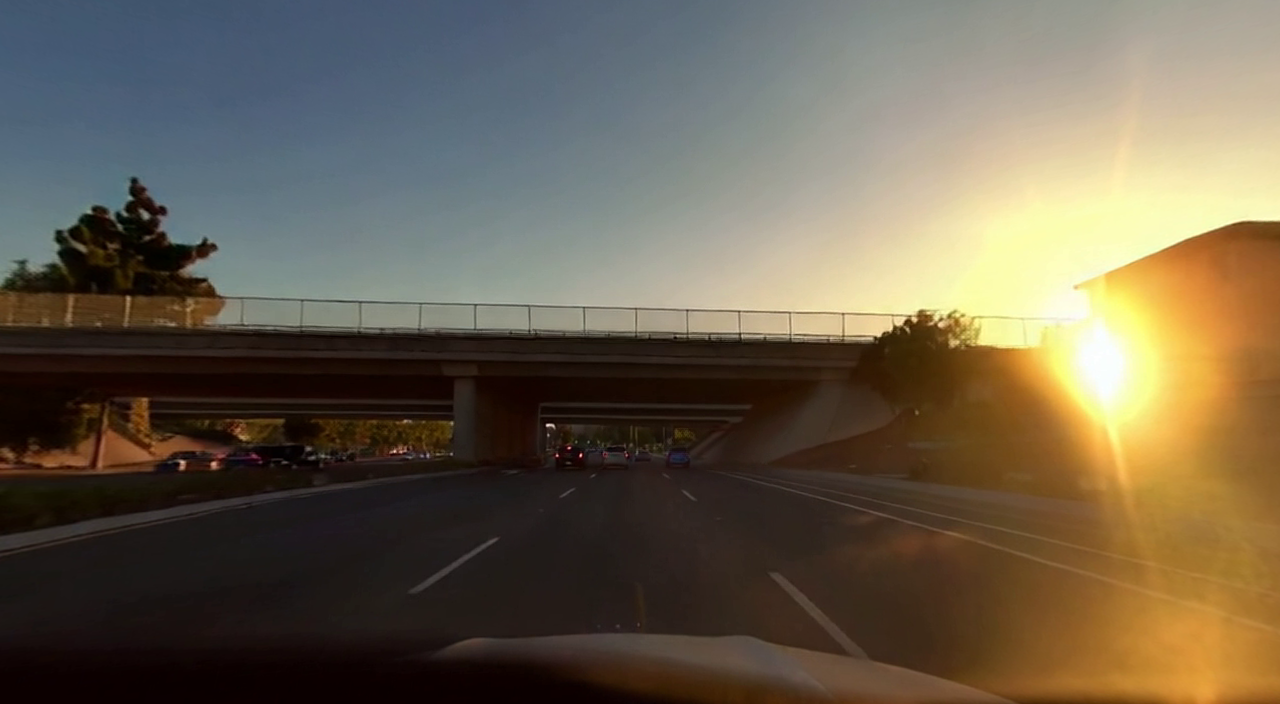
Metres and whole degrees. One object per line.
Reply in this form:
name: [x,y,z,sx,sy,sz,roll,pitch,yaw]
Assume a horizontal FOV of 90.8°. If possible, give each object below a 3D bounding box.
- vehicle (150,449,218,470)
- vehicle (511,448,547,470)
vehicle: [-33.733,7.948,46.904,1.890,1.462,4.500,0,-9,-4]
vehicle: [-8.000,7.713,45.800,2.007,1.519,4.366,0,-9,-2]
